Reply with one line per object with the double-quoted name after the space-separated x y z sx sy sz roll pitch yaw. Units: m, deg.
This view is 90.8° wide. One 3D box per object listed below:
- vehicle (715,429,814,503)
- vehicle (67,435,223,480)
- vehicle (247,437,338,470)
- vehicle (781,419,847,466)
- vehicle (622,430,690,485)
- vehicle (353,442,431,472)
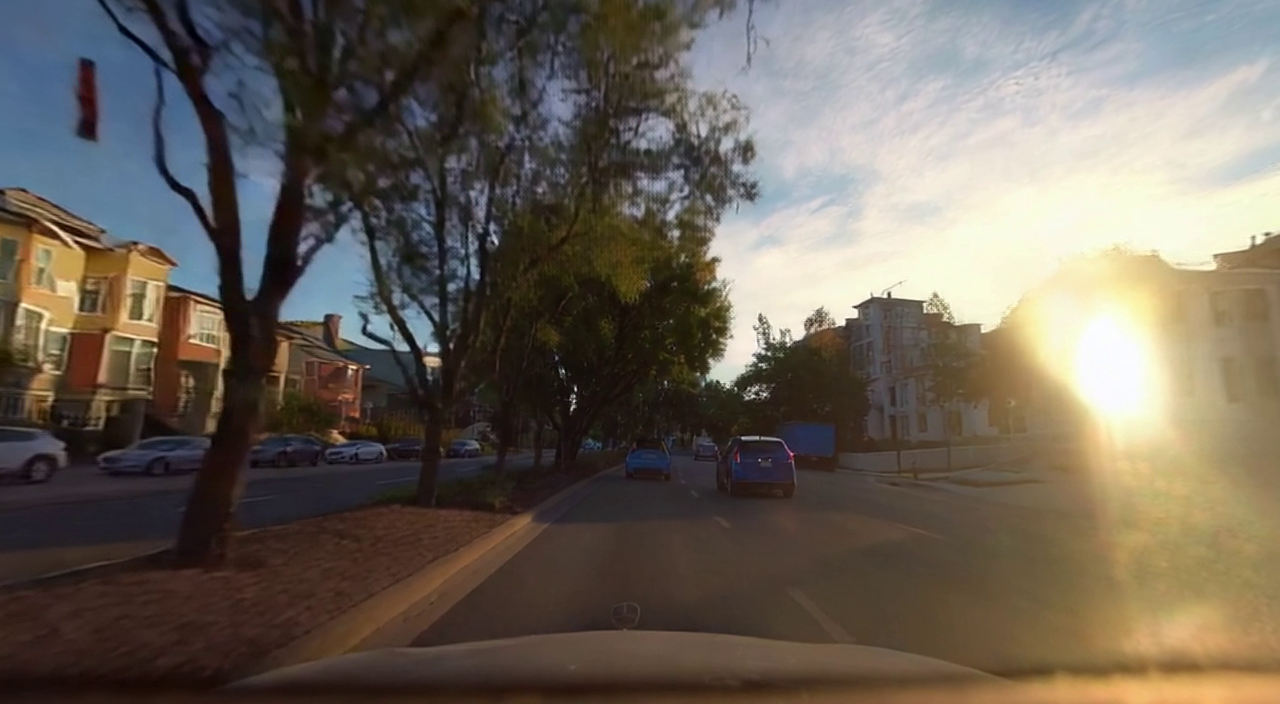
3.398 3.206 18.168 2.033 1.823 4.409 1 -9 1 "vehicle"
-18.742 4.061 24.296 1.961 1.556 4.791 -1 -10 2 "vehicle"
-18.254 5.398 33.474 2.010 1.609 4.549 0 -10 3 "vehicle"
12.999 6.896 47.793 3.705 3.221 6.779 0 -9 6 "vehicle"
0.649 4.061 24.558 2.345 1.841 5.032 1 -9 2 "vehicle"
-12.981 5.539 33.491 1.884 1.454 4.858 0 -9 4 "vehicle"
